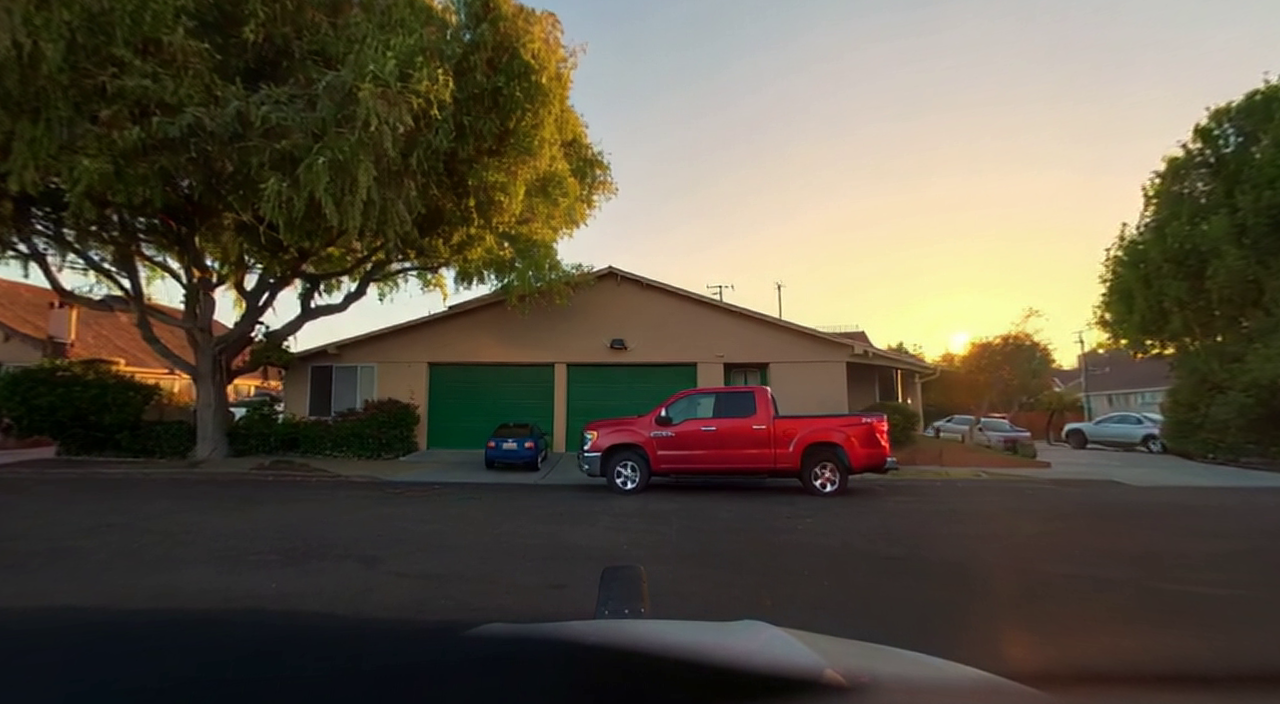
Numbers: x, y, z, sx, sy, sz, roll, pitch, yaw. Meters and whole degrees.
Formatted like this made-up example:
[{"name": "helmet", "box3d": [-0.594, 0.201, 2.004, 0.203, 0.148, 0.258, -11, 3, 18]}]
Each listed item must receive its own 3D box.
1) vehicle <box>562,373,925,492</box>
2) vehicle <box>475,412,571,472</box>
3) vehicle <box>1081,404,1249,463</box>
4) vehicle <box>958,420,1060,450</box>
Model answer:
[{"name": "vehicle", "box3d": [1.638, 1.423, 11.031, 5.600, 1.835, 2.161, -1, -9, 4]}, {"name": "vehicle", "box3d": [-3.528, 2.729, 19.720, 1.869, 1.460, 3.826, -4, -4, 6]}, {"name": "vehicle", "box3d": [17.119, 2.705, 20.736, 3.770, 1.496, 1.951, 5, -9, 5]}, {"name": "vehicle", "box3d": [18.275, 4.145, 31.375, 3.897, 1.416, 1.703, -1, -8, 5]}]
